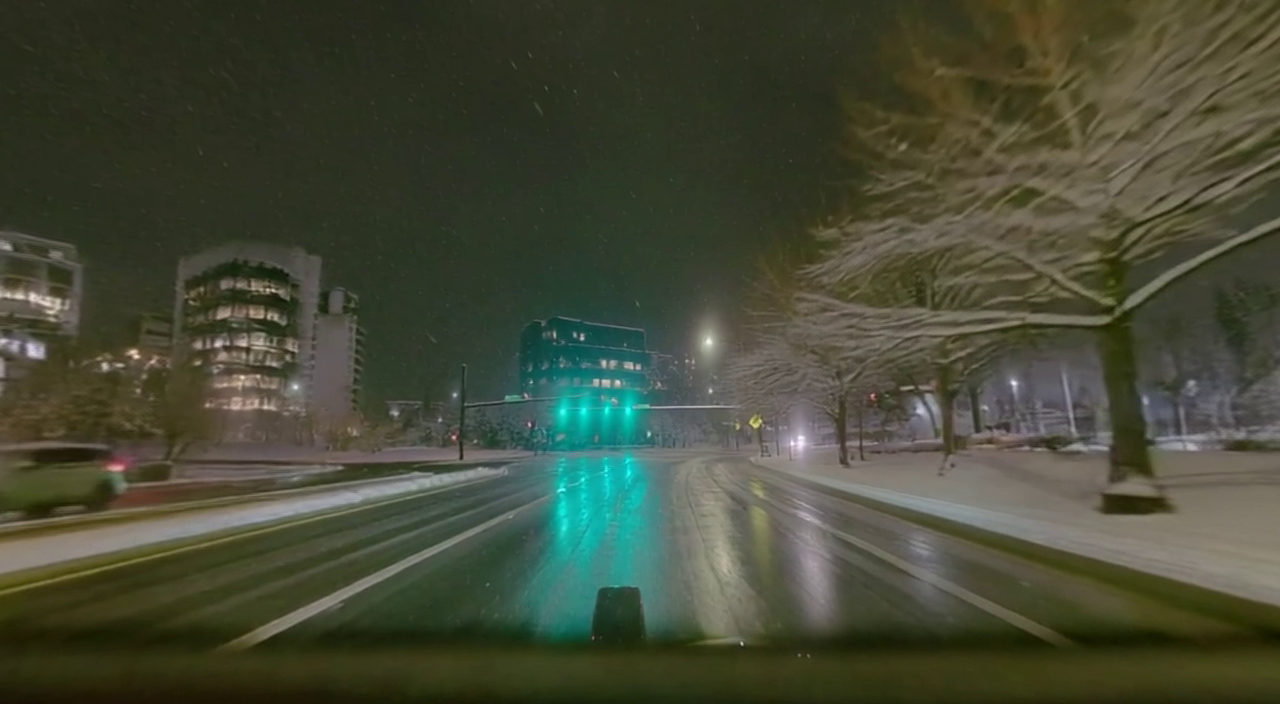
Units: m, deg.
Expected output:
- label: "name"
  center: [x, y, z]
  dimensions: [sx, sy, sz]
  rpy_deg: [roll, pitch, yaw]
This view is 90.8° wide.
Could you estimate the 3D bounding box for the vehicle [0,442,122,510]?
- label: "vehicle"
  center: [-15.264, 2.920, 15.053]
  dimensions: [1.842, 1.529, 4.356]
  rpy_deg: [-1, -9, 7]
